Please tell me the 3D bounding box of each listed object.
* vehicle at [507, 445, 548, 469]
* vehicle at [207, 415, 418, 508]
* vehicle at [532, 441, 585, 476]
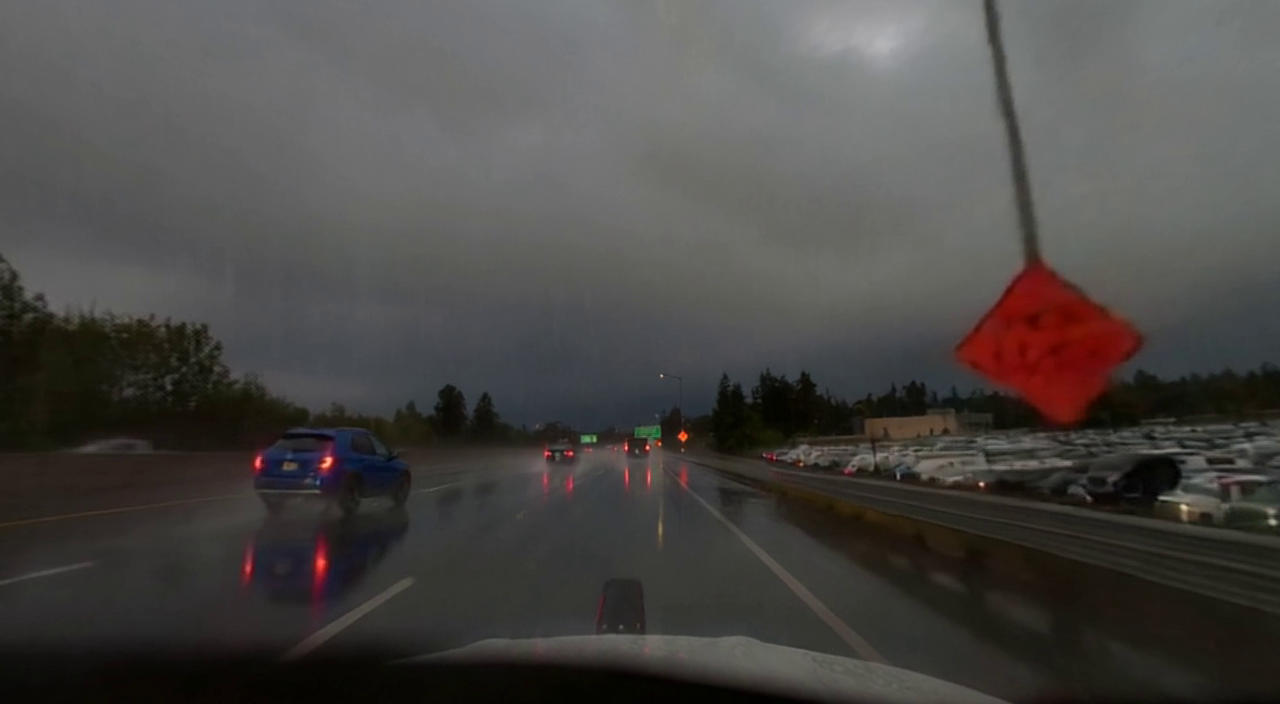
[{"bbox_3d":[-7.704,7.194,43.458,1.991,1.538,4.360,0,-9,0],"label":"vehicle"},{"bbox_3d":[-7.453,2.582,15.231,2.159,1.807,5.422,0,-9,0],"label":"vehicle"},{"bbox_3d":[-4.057,5.367,31.951,2.070,1.665,4.213,0,-9,1],"label":"vehicle"}]
